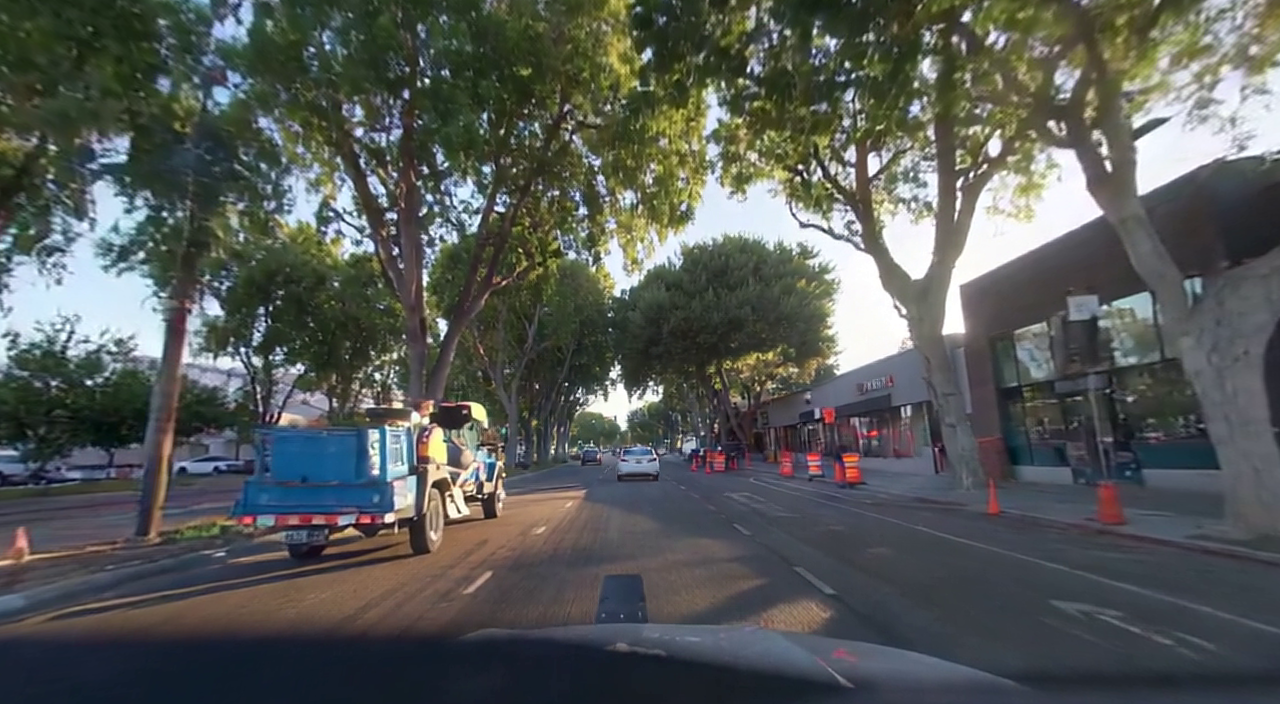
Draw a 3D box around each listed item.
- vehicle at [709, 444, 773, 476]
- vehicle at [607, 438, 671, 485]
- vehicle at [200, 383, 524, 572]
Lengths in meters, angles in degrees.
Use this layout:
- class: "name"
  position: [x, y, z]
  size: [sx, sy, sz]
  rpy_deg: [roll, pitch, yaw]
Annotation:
- class: "vehicle"
  position: [5.330, 5.771, 33.938]
  size: [2.082, 1.601, 4.451]
  rpy_deg: [1, -9, -9]
- class: "vehicle"
  position: [-0.085, 4.480, 26.048]
  size: [2.413, 1.748, 4.406]
  rpy_deg: [0, -9, -1]
- class: "vehicle"
  position: [-3.558, 1.809, 9.804]
  size: [2.424, 2.063, 5.678]
  rpy_deg: [0, -9, 0]
